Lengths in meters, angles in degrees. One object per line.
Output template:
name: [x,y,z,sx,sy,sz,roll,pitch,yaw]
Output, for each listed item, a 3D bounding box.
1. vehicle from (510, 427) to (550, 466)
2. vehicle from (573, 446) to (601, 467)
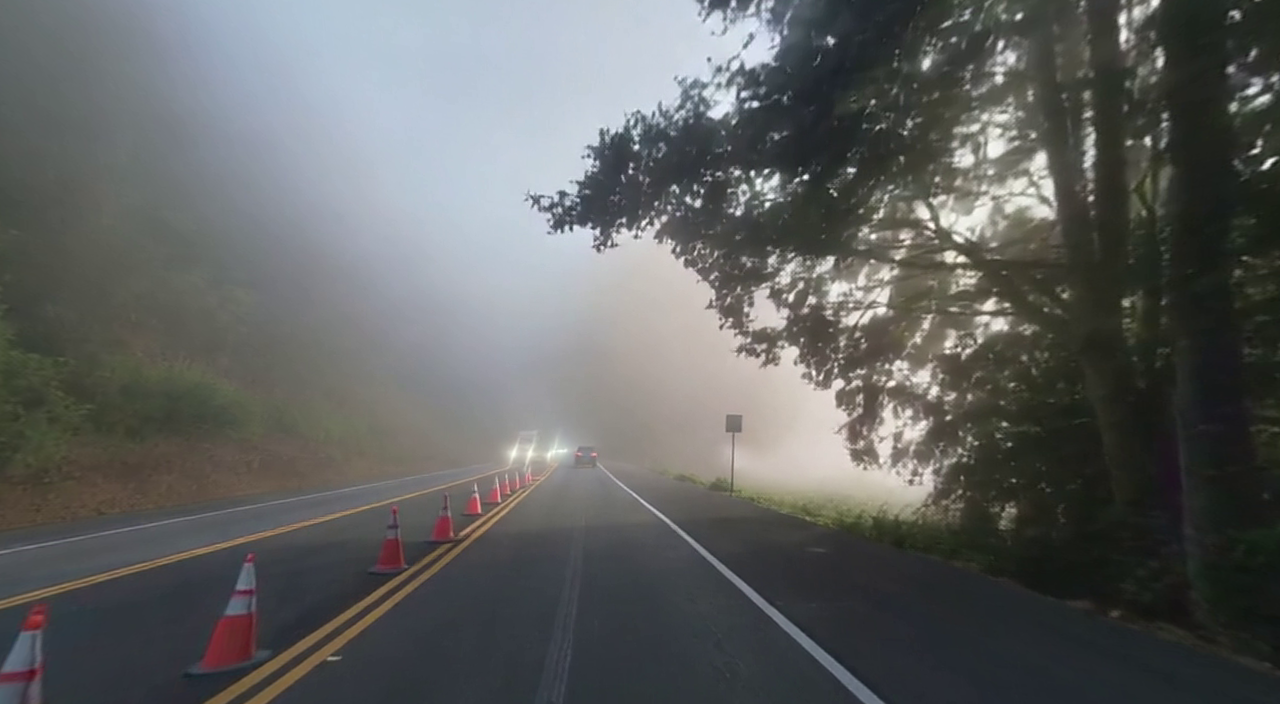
vehicle: [-7.656,6.603,44.311,2.380,2.488,4.028,2,-8,-6]
vehicle: [-4.032,7.912,48.031,2.013,1.481,4.356,1,-8,-5]
